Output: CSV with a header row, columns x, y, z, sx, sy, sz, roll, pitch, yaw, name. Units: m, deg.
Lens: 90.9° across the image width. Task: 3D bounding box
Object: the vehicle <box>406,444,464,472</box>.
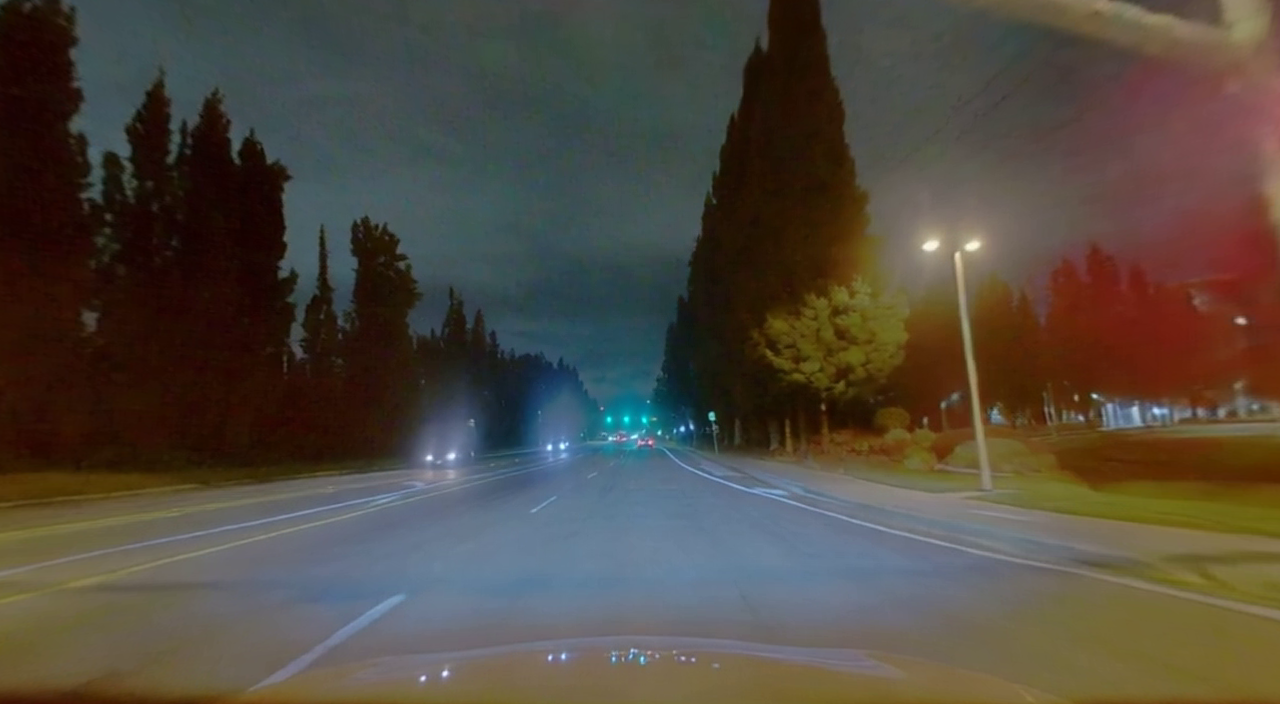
x,y,z,sx,sy,sz,roll,pitch,yaw,name
-12.524,6.500,38.828,1.982,1.553,4.420,-1,-8,1,vehicle
